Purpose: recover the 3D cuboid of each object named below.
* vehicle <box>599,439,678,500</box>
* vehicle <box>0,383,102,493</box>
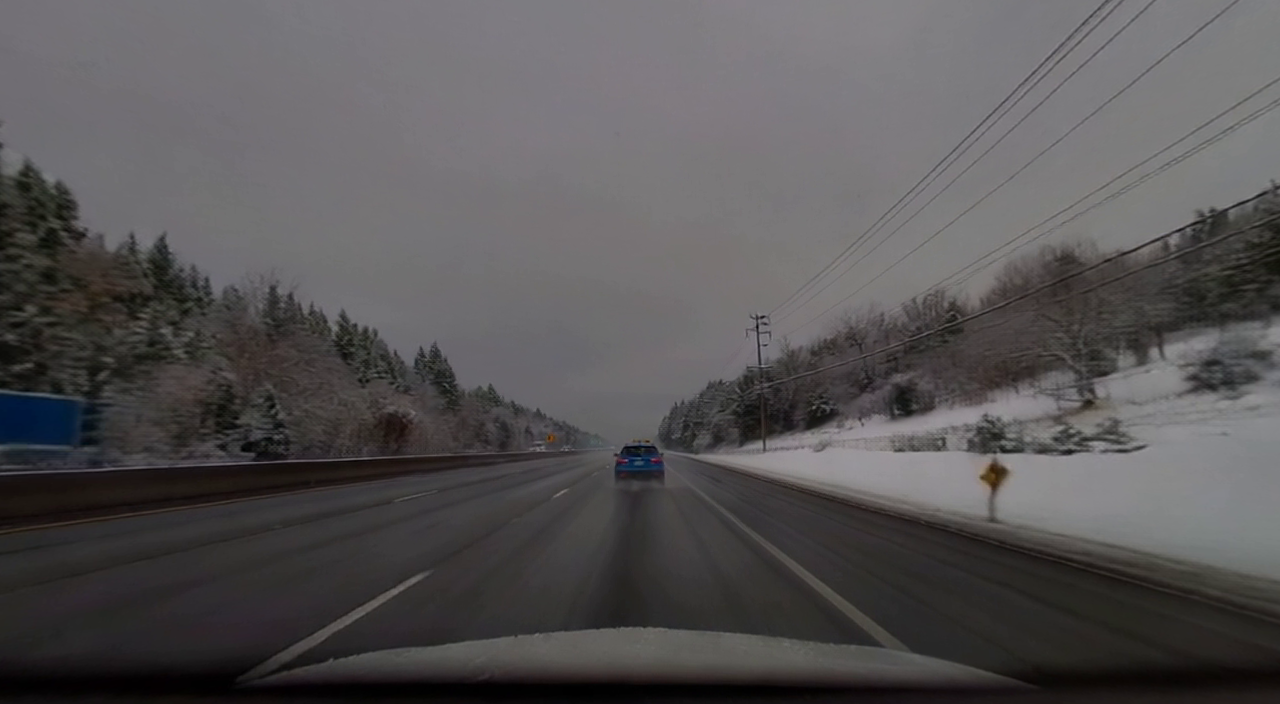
[{"bbox_3d":[-0.077,3.257,17.826,1.966,1.499,4.298,0,-9,-1],"label":"vehicle"},{"bbox_3d":[-24.806,2.697,20.100,2.837,3.991,14.192,0,-9,0],"label":"vehicle"}]
